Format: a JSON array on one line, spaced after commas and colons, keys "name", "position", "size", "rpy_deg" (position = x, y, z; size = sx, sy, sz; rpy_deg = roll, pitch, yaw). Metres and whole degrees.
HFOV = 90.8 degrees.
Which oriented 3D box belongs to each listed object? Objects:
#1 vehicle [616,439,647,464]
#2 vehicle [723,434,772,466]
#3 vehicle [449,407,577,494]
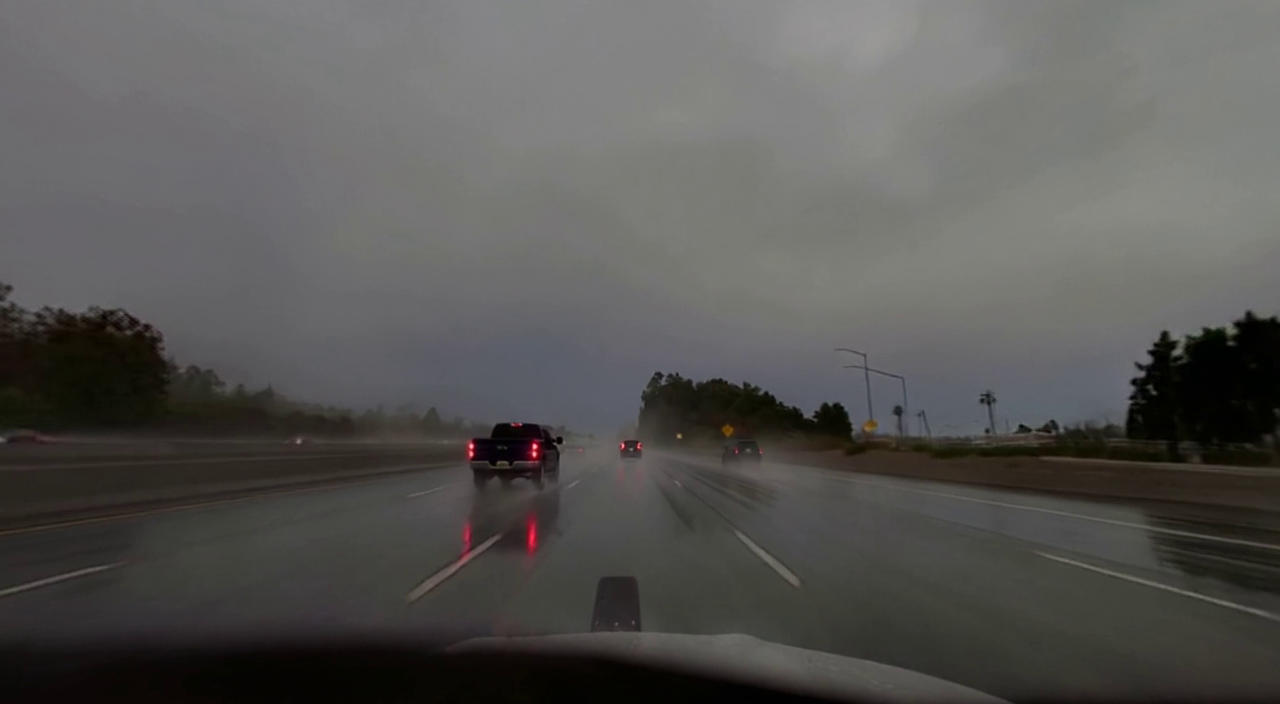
[{"name": "vehicle", "position": [-0.617, 7.117, 45.254], "size": [2.157, 1.642, 4.189], "rpy_deg": [0, -8, -1]}, {"name": "vehicle", "position": [6.827, 6.321, 40.689], "size": [2.103, 1.898, 5.310], "rpy_deg": [0, -8, -1]}, {"name": "vehicle", "position": [-3.539, 2.957, 19.136], "size": [2.592, 2.179, 6.034], "rpy_deg": [0, -8, 0]}]
